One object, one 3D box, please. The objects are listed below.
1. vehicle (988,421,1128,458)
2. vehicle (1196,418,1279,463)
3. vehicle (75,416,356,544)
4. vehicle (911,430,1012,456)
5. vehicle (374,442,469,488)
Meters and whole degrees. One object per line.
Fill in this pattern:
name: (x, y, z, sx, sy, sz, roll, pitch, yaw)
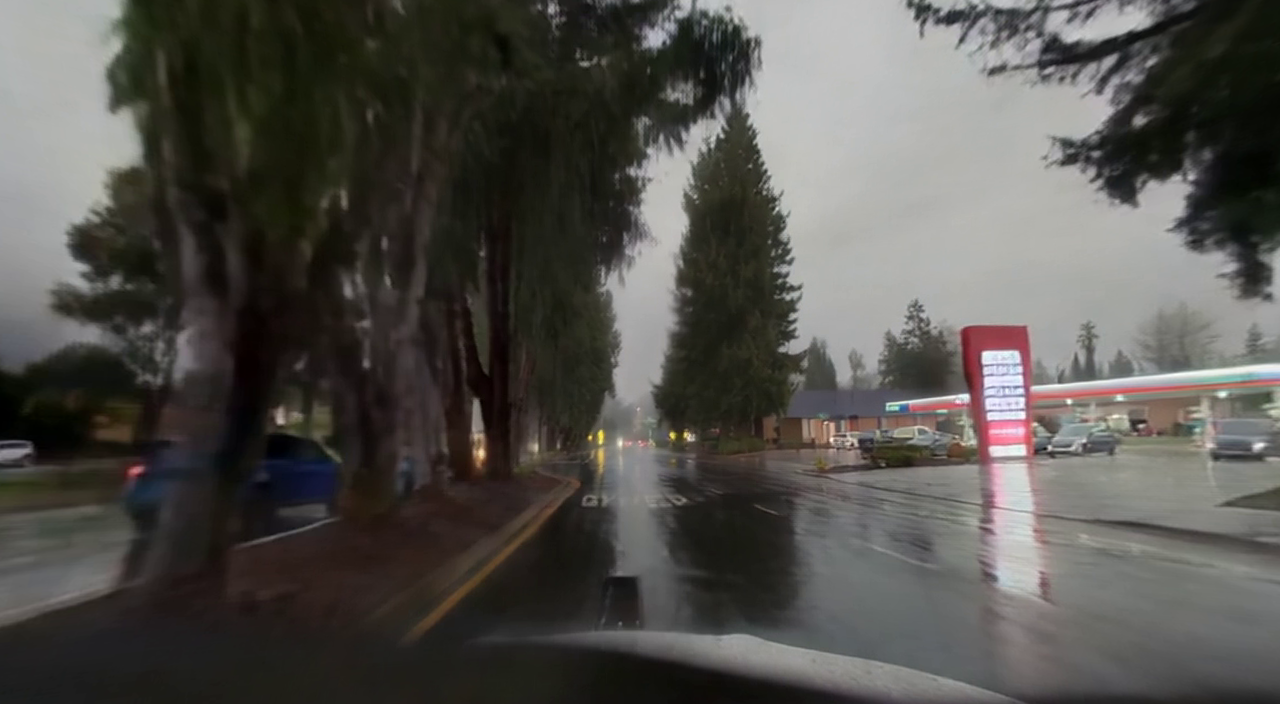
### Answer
vehicle: (19.115, 4.036, 29.085, 4.868, 1.610, 2.223, 0, -9, -2)
vehicle: (21.523, 3.181, 22.638, 4.557, 1.434, 1.916, 8, -12, -44)
vehicle: (-6.922, 2.110, 11.105, 1.987, 1.747, 4.545, 0, -9, -4)
vehicle: (18.709, 5.303, 36.874, 4.800, 1.459, 2.051, 1, -9, -5)
vehicle: (-7.688, 3.986, 22.725, 1.982, 1.465, 4.376, 0, -9, -2)
